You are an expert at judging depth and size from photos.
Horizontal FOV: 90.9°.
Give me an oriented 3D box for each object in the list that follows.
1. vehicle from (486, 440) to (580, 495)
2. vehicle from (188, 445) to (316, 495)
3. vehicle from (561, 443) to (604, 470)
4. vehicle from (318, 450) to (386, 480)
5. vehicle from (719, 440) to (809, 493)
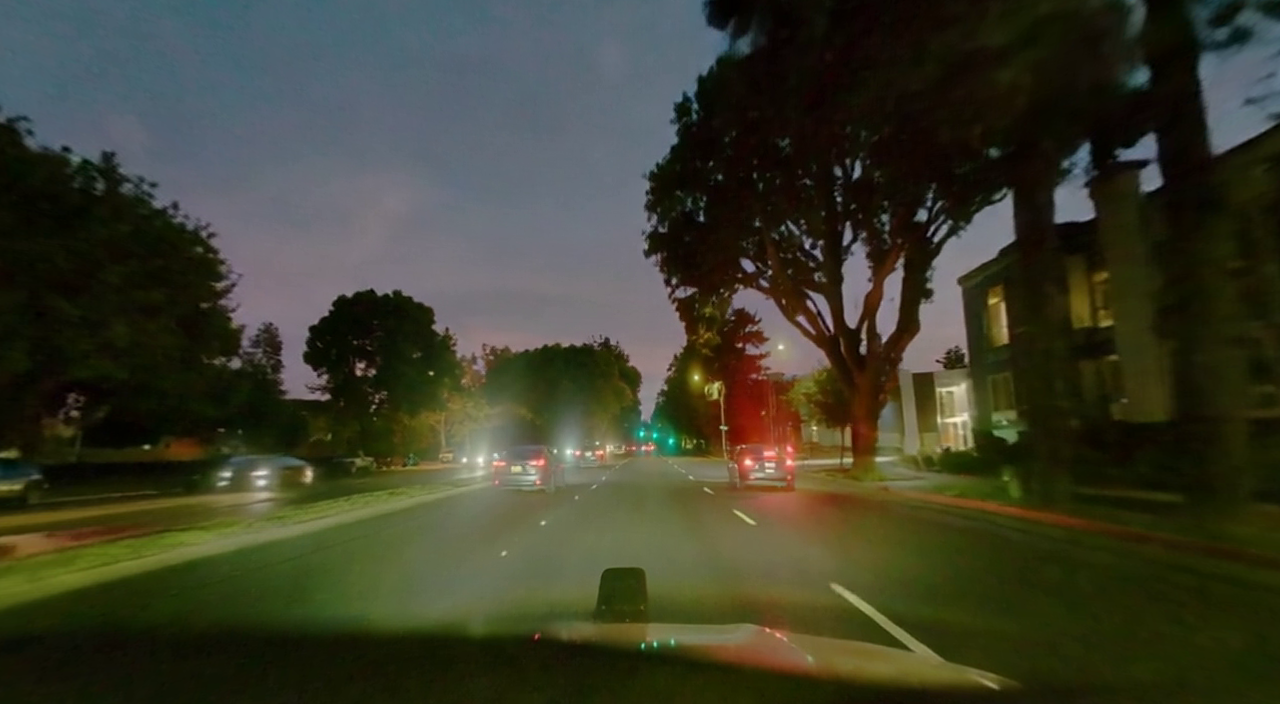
[{"bbox_3d":[-3.159,3.499,19.591,2.053,1.480,4.381,0,-8,1],"label":"vehicle"},{"bbox_3d":[-15.625,4.736,25.778,2.012,1.813,4.910,0,-8,1],"label":"vehicle"},{"bbox_3d":[-3.381,6.216,37.658,1.988,1.497,4.404,0,-8,2],"label":"vehicle"},{"bbox_3d":[-21.991,8.605,48.360,2.928,2.070,4.368,0,-8,3],"label":"vehicle"},{"bbox_3d":[3.882,3.650,20.541,2.010,1.486,4.498,1,-8,0],"label":"vehicle"}]
